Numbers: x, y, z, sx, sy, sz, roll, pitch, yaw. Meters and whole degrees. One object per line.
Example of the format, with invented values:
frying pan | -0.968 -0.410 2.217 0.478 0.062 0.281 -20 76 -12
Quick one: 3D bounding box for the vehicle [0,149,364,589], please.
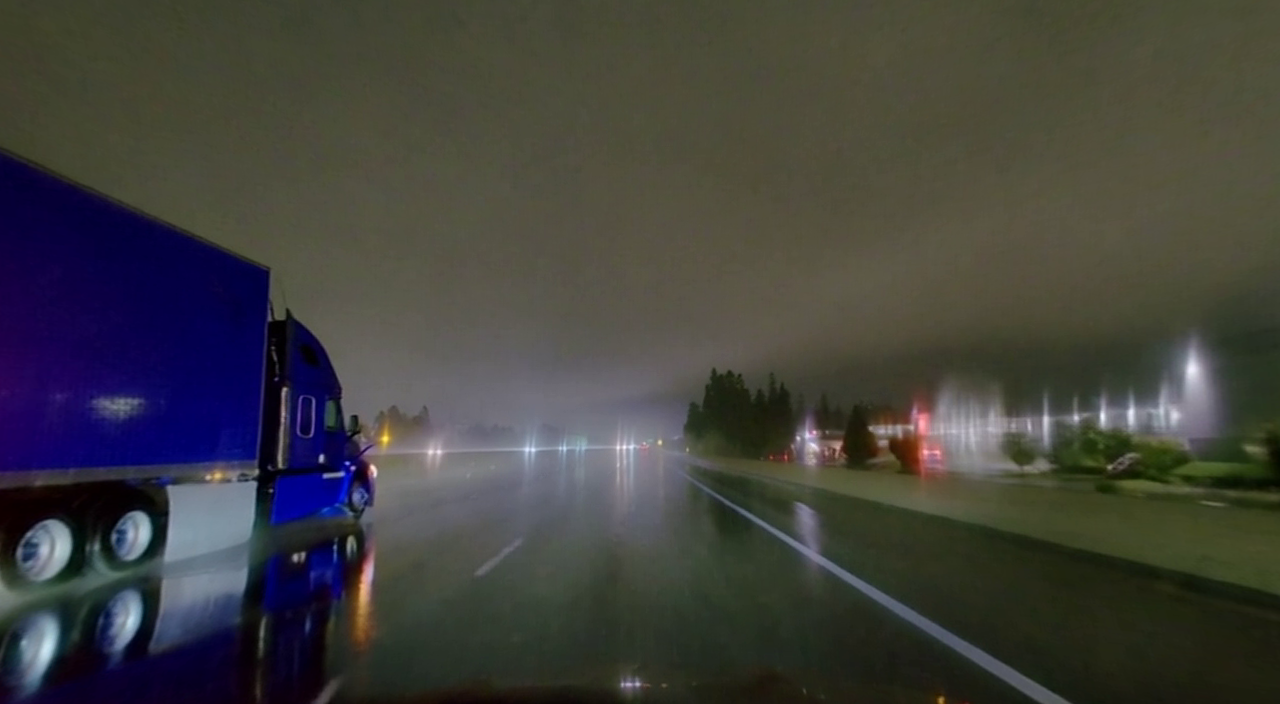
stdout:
vehicle | -7.231 0.537 8.280 2.996 3.947 8.600 0 -9 2
